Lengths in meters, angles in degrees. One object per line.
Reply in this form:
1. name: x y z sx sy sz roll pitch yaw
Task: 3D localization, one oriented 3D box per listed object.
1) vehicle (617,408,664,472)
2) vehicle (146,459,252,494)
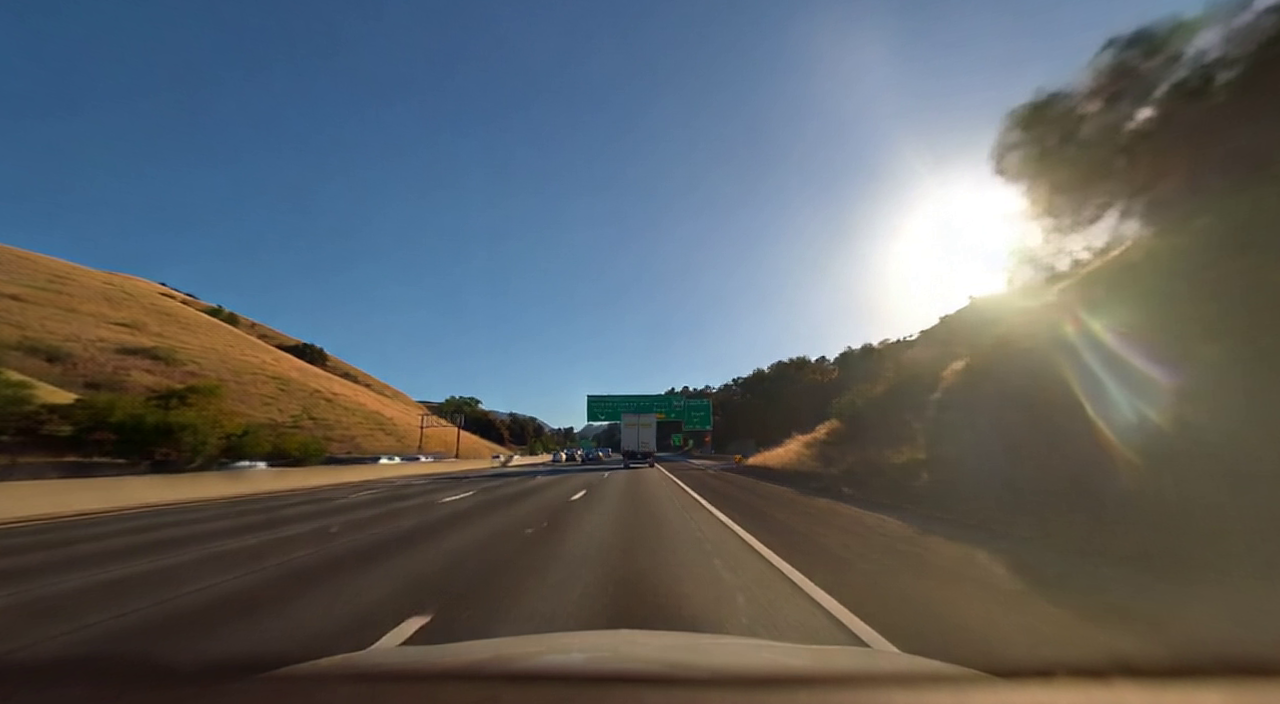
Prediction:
1. vehicle: 0.126 6.568 46.555 3.039 4.131 11.822 0 -9 1
2. vehicle: -21.577 6.095 31.060 1.926 1.503 4.481 0 -9 1
